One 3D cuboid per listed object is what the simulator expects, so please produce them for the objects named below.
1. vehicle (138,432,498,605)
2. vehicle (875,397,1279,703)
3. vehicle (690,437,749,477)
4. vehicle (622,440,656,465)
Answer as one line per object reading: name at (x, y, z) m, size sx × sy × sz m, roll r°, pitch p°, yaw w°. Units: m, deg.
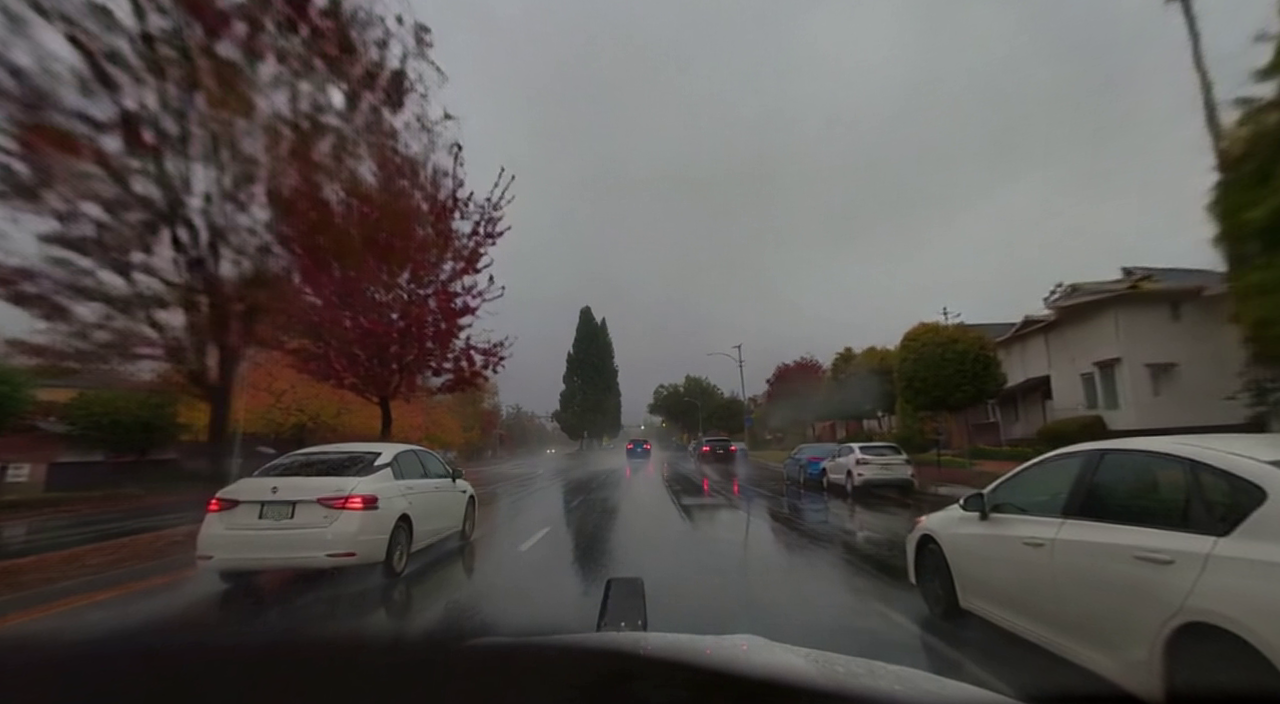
vehicle at (-3.316, 1.779, 7.769) m, size 1.997 × 1.479 × 4.547 m, roll 0°, pitch -8°, yaw 1°
vehicle at (3.237, 1.113, 3.603) m, size 2.060 × 1.474 × 4.475 m, roll 0°, pitch -8°, yaw 0°
vehicle at (3.548, 4.768, 28.849) m, size 2.019 × 1.675 × 4.488 m, roll 0°, pitch -8°, yaw -1°
vehicle at (-0.069, 7.070, 44.461) m, size 2.293 × 1.662 × 4.262 m, roll 0°, pitch -8°, yaw 1°
